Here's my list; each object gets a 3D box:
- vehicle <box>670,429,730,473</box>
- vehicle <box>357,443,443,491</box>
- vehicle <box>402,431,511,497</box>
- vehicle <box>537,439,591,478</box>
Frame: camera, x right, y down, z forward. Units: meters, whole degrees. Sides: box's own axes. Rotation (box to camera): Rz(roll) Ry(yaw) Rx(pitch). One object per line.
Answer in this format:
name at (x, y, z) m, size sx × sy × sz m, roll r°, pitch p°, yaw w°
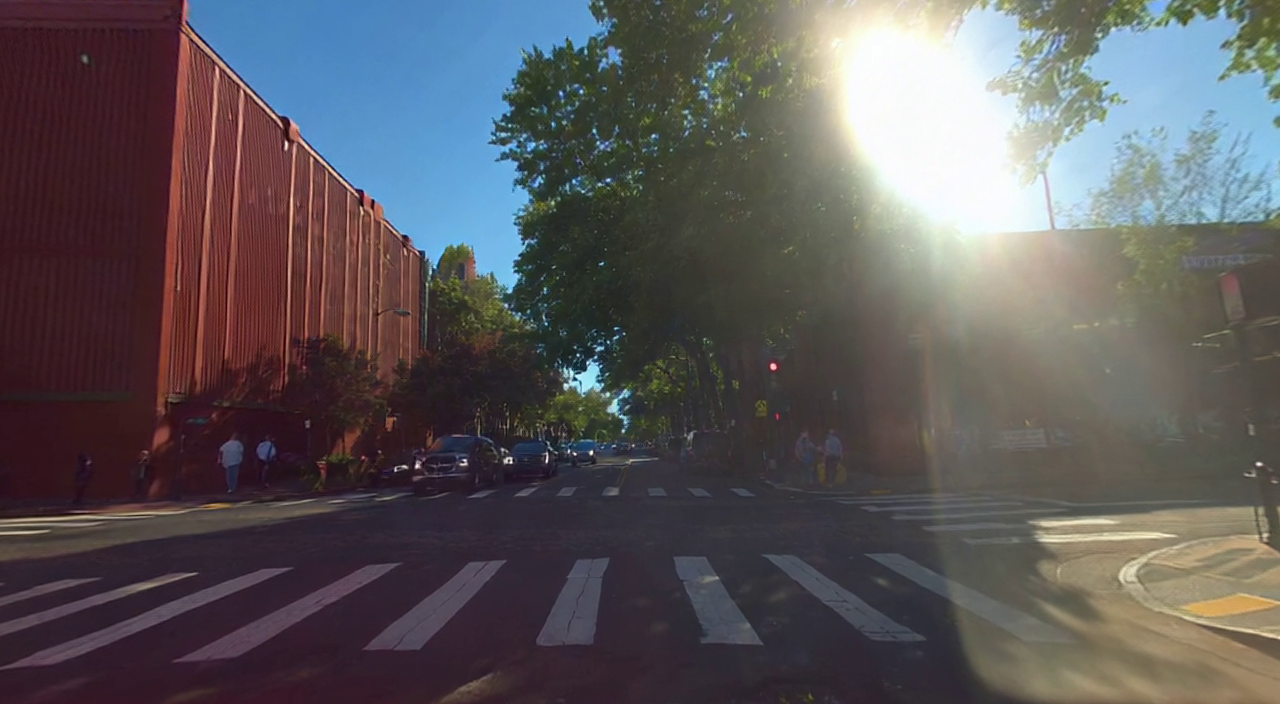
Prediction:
vehicle at (3.100, 5.312, 34.021) m, size 2.557 × 2.188 × 5.164 m, roll 0°, pitch -8°, yaw -2°
vehicle at (-9.948, 4.760, 26.561) m, size 2.216 × 1.804 × 4.526 m, roll 1°, pitch -8°, yaw -5°
vehicle at (-5.819, 3.601, 20.774) m, size 2.242 × 1.887 × 4.924 m, roll 0°, pitch -8°, yaw -2°
vehicle at (-3.280, 4.688, 27.981) m, size 2.033 × 1.596 × 4.142 m, roll 0°, pitch -8°, yaw -2°
